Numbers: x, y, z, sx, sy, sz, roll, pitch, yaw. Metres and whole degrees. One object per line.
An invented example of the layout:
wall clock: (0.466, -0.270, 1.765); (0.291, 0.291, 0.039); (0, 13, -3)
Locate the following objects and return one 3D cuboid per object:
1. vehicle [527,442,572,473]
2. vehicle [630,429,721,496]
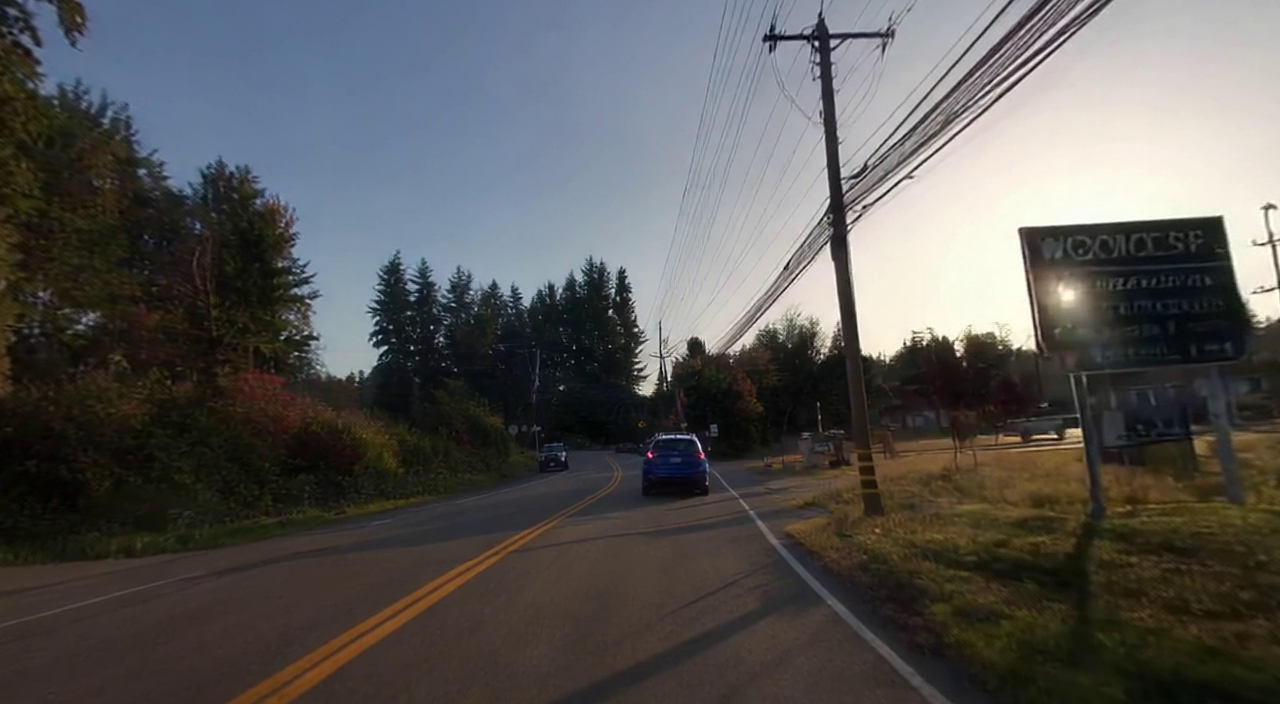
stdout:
vehicle: (-6.467, 7.404, 44.591); (2.668, 1.981, 5.575); (2, -9, -12)
vehicle: (0.882, 2.820, 16.371); (2.081, 1.503, 3.726); (0, -8, 2)
